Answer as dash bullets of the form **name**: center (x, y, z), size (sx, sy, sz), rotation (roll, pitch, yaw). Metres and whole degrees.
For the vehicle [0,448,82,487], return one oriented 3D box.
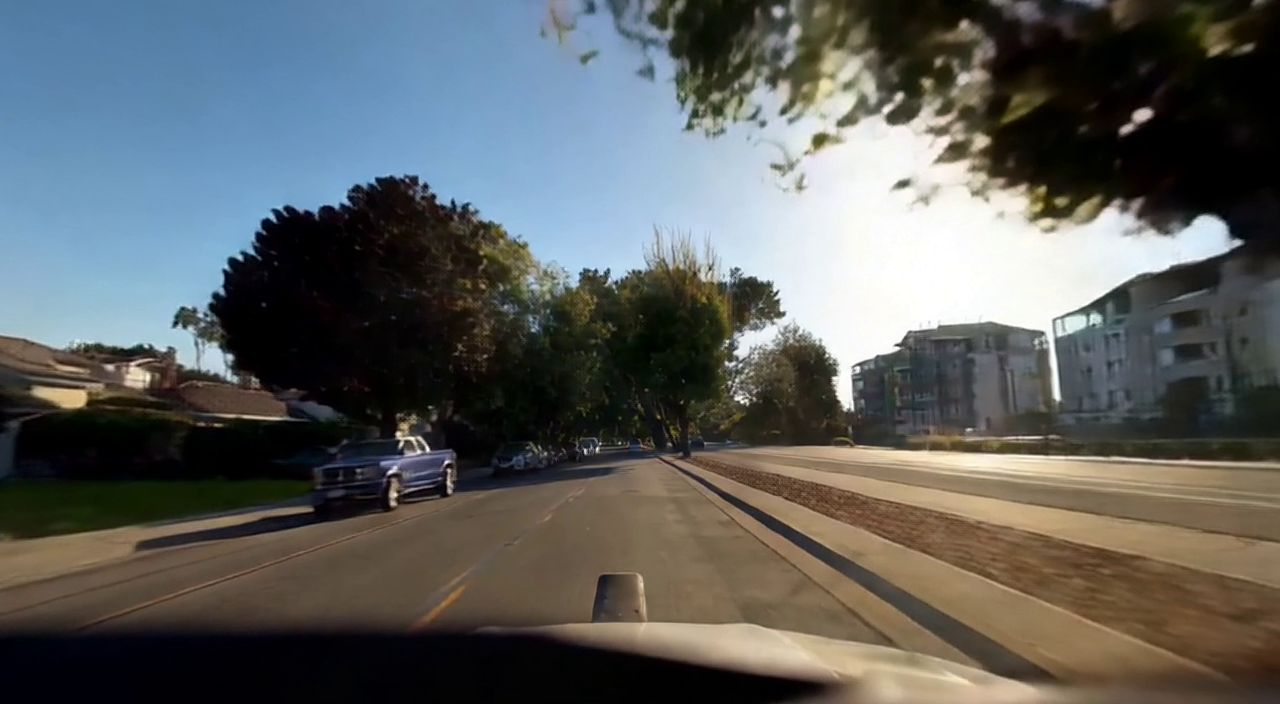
- **vehicle**: center (-26.679, 4.872, 26.645), size (4.108, 1.524, 1.975), rotation (0, -8, -1)

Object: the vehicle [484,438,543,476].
- **vehicle**: center (-6.604, 5.524, 33.525), size (2.020, 1.842, 5.116), rotation (1, -8, 1)

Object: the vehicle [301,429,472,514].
- **vehicle**: center (-6.534, 3.098, 17.161), size (2.350, 1.892, 5.542), rotation (0, -8, 0)

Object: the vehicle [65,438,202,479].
- **vehicle**: center (-25.614, 5.368, 31.959), size (5.012, 1.968, 2.206), rotation (0, -8, 0)
